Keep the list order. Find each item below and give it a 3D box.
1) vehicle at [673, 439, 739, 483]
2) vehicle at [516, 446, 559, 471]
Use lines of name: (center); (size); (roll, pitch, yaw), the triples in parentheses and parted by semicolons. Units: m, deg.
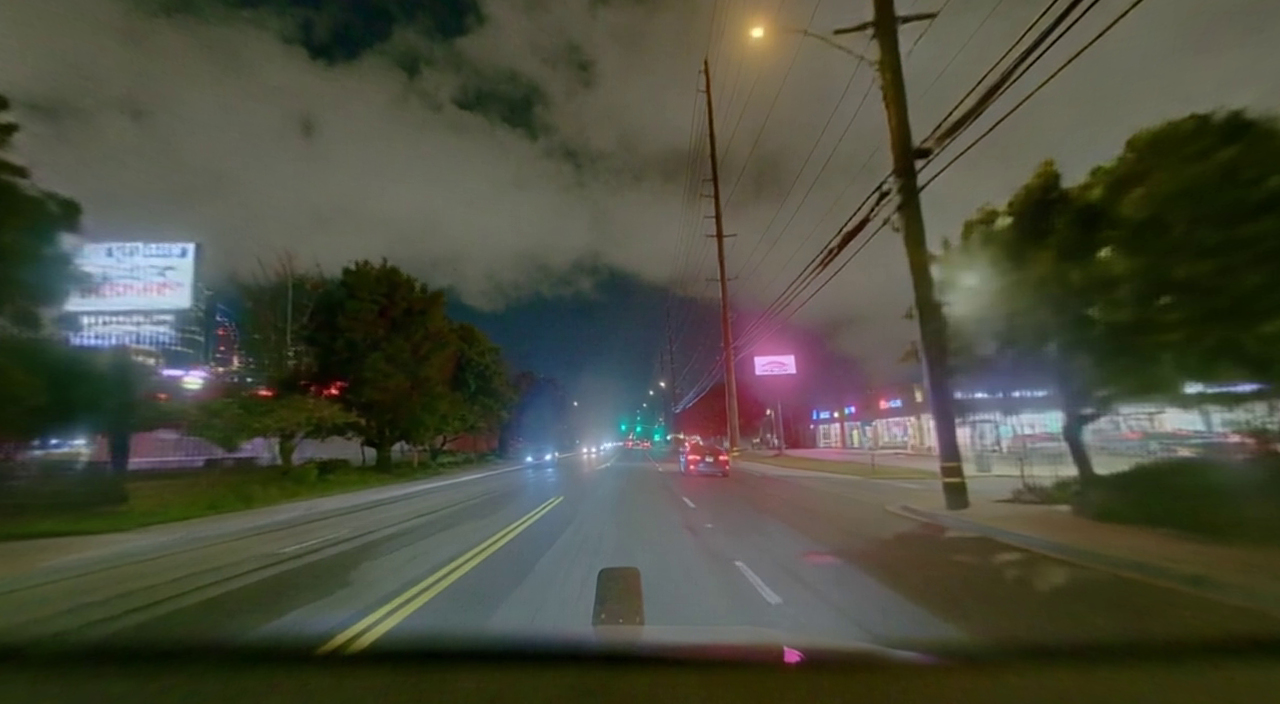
vehicle: (2.360, 4.018, 23.588); (1.975, 1.497, 3.647); (0, -9, -2)
vehicle: (-6.472, 6.769, 40.385); (2.069, 1.490, 4.254); (0, -9, 0)
